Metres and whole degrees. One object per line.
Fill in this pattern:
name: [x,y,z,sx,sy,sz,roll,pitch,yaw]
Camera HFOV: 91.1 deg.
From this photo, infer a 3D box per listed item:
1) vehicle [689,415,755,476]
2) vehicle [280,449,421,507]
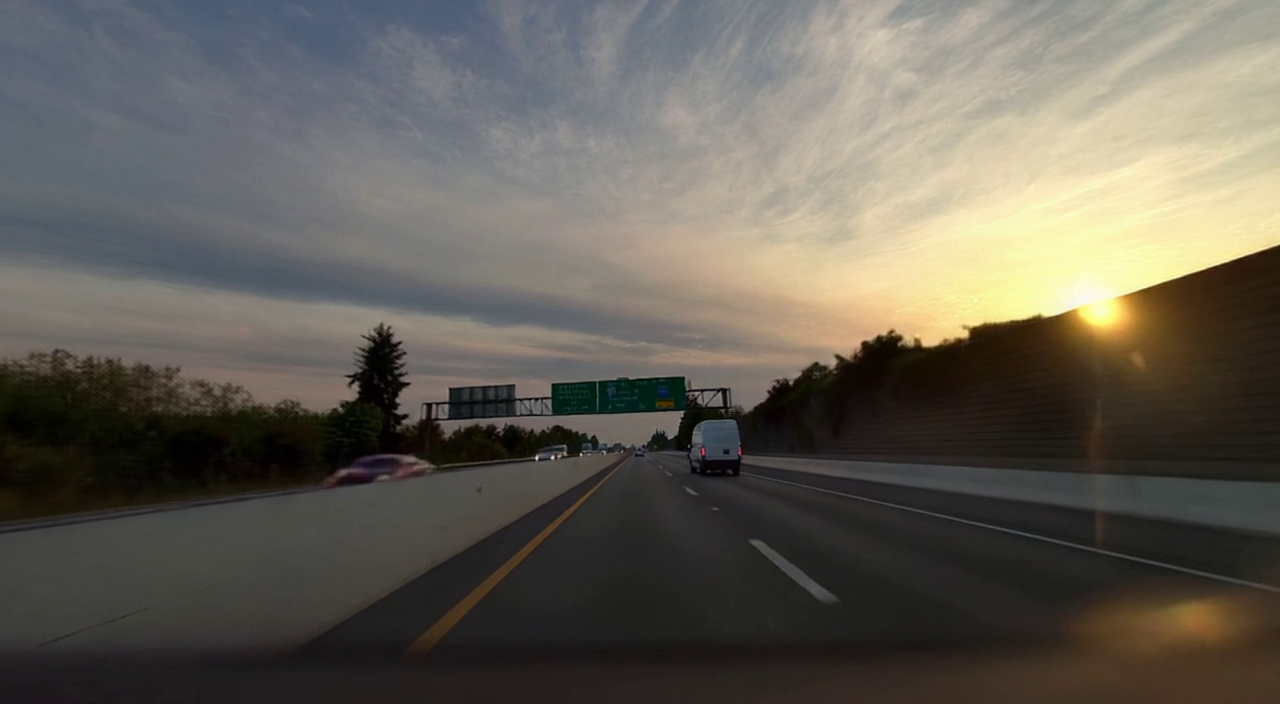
vehicle: [4.096,4.908,32.860,2.449,2.805,6.763,0,-9,0]
vehicle: [-8.648,3.765,19.355,2.120,1.523,4.609,0,-9,0]
